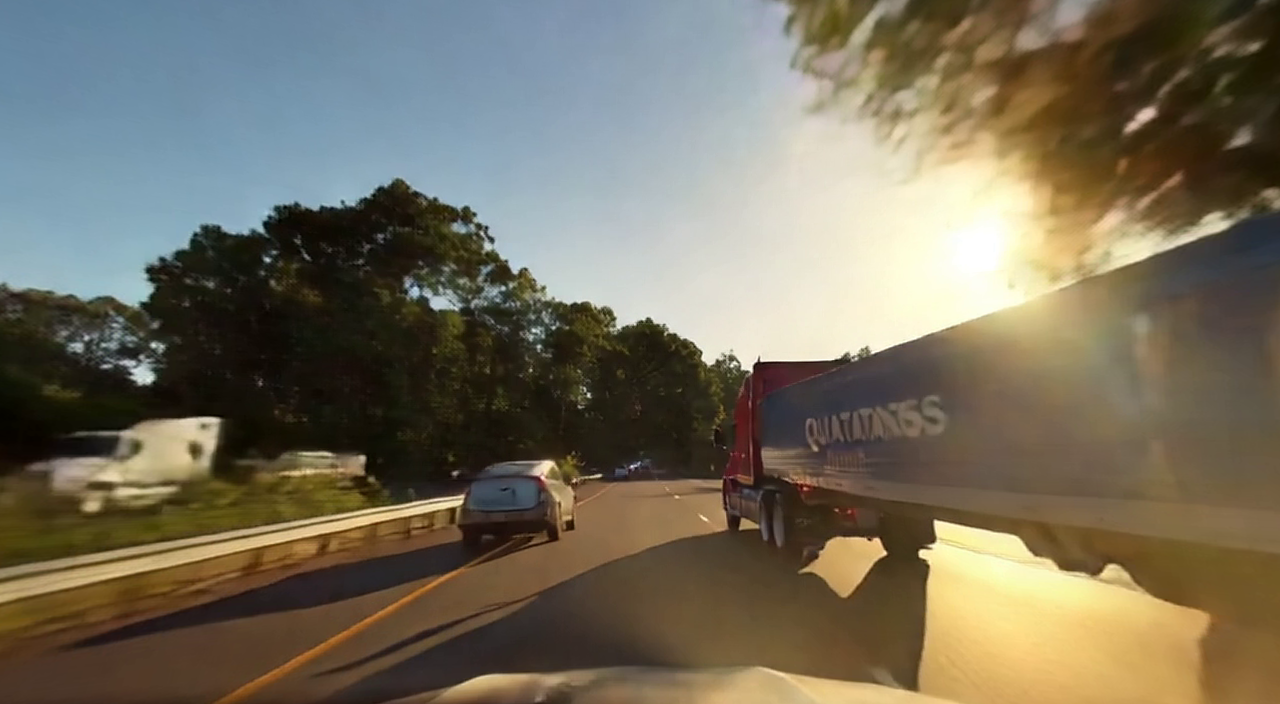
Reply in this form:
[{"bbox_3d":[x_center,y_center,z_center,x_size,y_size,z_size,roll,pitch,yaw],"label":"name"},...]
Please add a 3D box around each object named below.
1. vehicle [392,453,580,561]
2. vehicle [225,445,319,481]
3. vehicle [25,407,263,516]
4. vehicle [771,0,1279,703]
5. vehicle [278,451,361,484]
[{"bbox_3d":[-2.238,2.413,10.301,2.032,1.407,3.641,0,-11,2],"label":"vehicle"},{"bbox_3d":[-20.297,6.201,35.082,2.073,1.808,5.075,0,-10,1],"label":"vehicle"},{"bbox_3d":[-20.478,4.733,27.106,2.987,3.849,8.645,1,-10,0],"label":"vehicle"},{"bbox_3d":[3.748,0.363,5.312,2.871,4.032,10.642,1,-10,-1],"label":"vehicle"},{"bbox_3d":[-20.273,7.369,40.162,2.562,1.865,5.117,0,-10,0],"label":"vehicle"}]
